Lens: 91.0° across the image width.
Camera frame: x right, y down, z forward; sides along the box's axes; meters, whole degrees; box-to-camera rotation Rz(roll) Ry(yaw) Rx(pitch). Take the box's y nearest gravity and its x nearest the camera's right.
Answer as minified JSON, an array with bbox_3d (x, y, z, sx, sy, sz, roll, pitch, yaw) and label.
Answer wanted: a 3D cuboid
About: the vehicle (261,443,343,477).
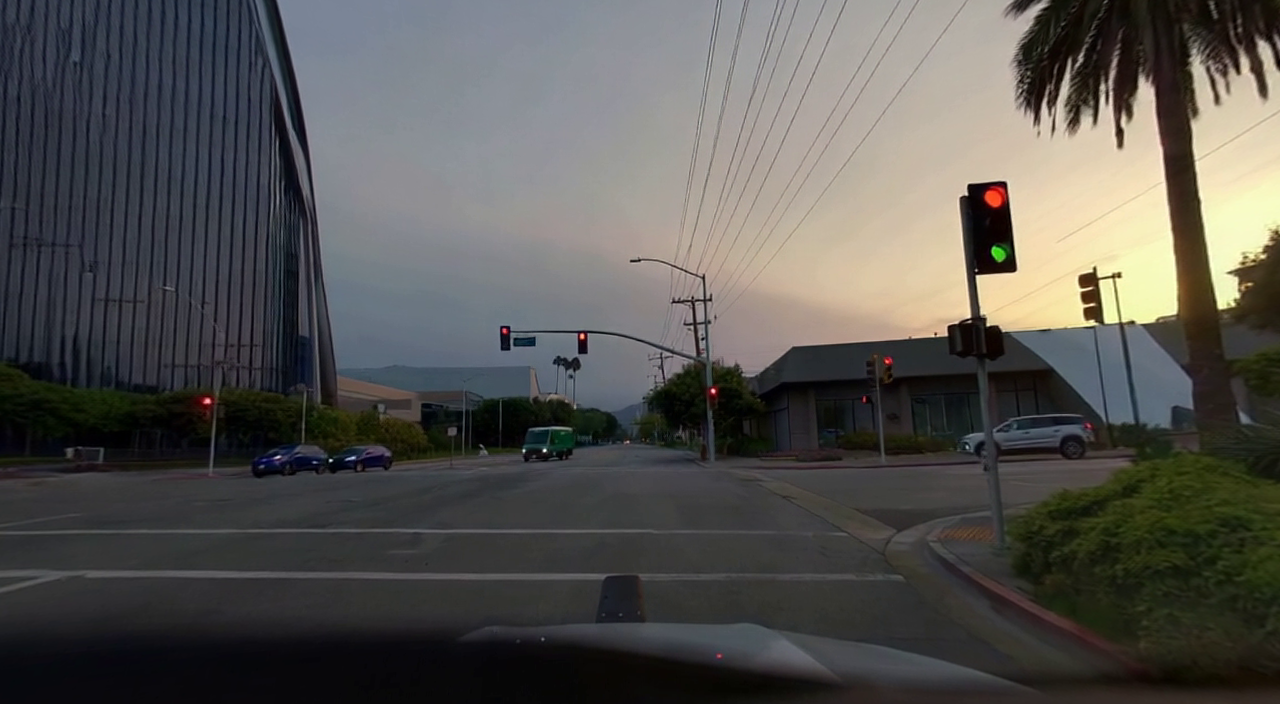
[{"bbox_3d":[-19.059,6.087,35.782,2.017,1.739,4.569,0,-9,2],"label":"vehicle"}]

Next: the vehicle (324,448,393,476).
[{"bbox_3d":[-15.335,5.988,34.490,1.875,1.389,3.784,0,-9,3],"label":"vehicle"}]
